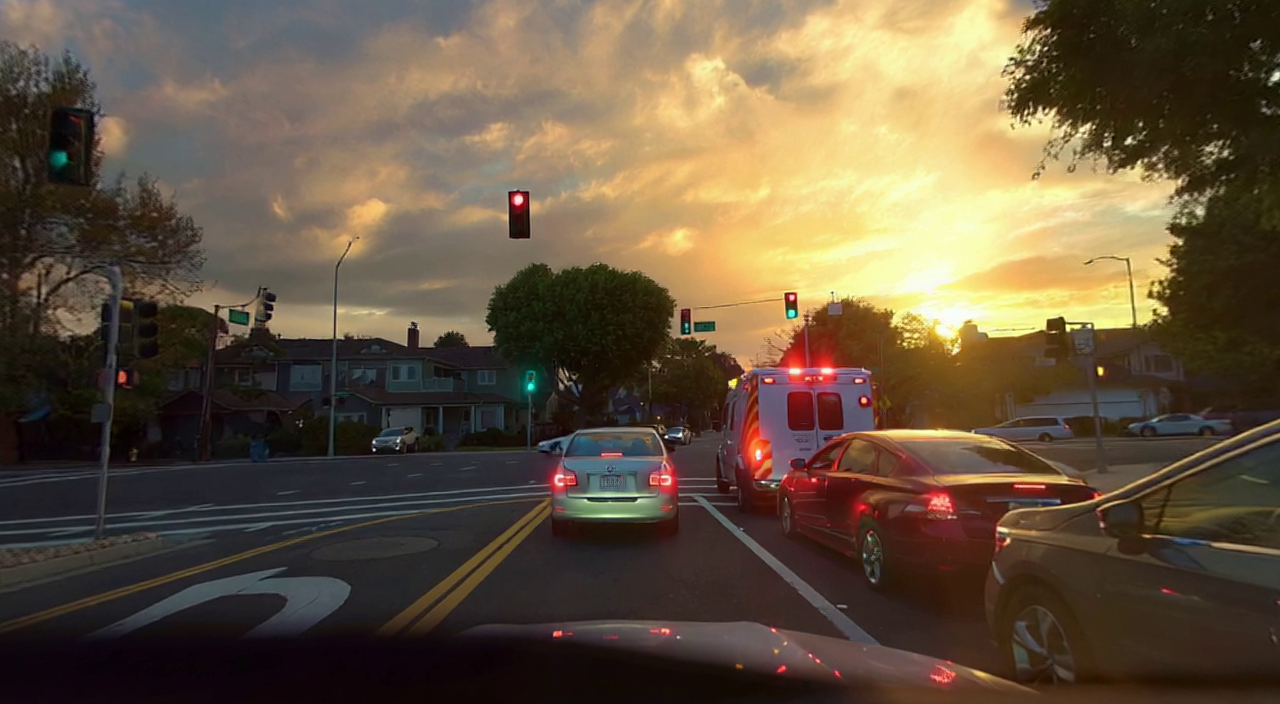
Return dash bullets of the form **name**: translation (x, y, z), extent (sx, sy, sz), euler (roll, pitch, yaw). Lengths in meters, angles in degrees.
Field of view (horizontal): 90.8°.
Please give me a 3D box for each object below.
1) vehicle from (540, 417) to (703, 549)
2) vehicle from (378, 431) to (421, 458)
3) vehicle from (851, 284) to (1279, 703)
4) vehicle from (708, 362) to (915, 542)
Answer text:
- **vehicle**: translation (-0.279, 1.984, 10.180), extent (2.114, 1.707, 3.725), euler (0, -8, -1)
- **vehicle**: translation (-17.759, 6.880, 46.862), extent (2.246, 1.880, 4.454), euler (1, -8, -12)
- **vehicle**: translation (2.851, 0.894, 2.835), extent (2.194, 1.820, 4.652), euler (0, -8, 0)
- **vehicle**: translation (2.880, 1.892, 12.353), extent (2.406, 2.687, 5.521), euler (0, -8, 0)
